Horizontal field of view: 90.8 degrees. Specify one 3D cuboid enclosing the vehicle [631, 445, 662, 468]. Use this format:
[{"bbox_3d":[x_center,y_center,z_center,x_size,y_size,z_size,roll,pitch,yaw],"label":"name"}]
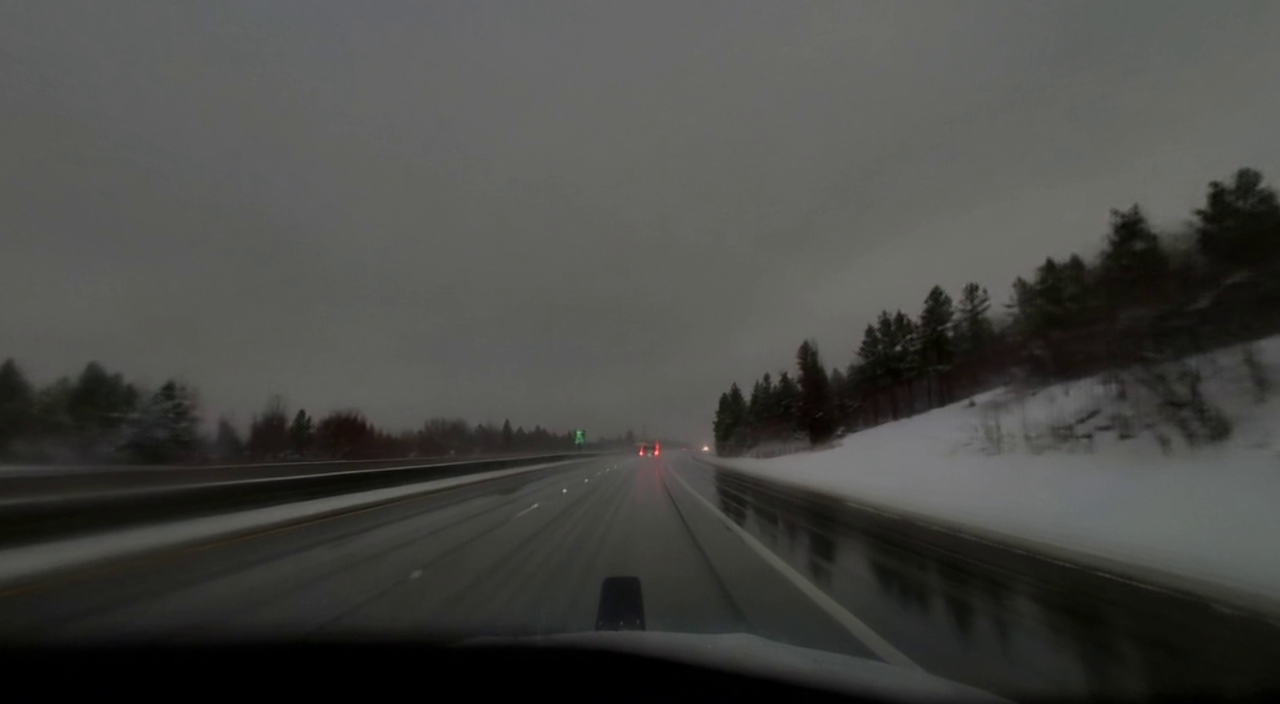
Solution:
[{"bbox_3d":[0.515,7.855,47.471,2.221,1.603,4.149,0,-9,1],"label":"vehicle"}]
